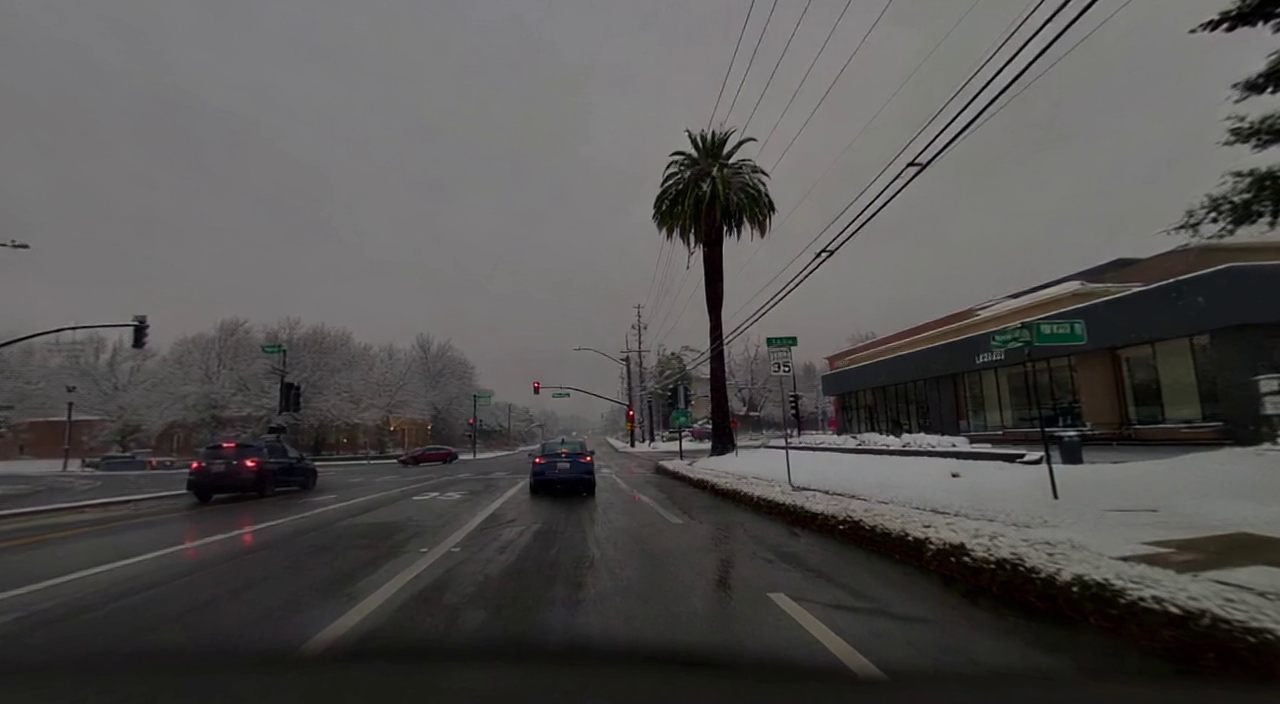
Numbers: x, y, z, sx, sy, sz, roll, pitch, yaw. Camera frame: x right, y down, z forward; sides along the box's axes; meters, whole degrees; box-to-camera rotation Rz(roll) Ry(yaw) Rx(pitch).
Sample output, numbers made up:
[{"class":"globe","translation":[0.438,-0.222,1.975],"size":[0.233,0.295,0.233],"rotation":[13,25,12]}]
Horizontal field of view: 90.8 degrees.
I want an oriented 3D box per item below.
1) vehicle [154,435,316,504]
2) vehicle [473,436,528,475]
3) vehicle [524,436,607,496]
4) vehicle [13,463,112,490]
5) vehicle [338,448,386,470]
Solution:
[{"class":"vehicle","translation":[-12.146,3.524,19.449],"size":[2.050,1.811,4.752],"rotation":[0,-8,-4]},{"class":"vehicle","translation":[-6.533,4.891,30.039],"size":[2.077,1.715,3.903],"rotation":[1,-9,-6]},{"class":"vehicle","translation":[-2.116,3.189,18.125],"size":[2.063,1.474,4.334],"rotation":[1,-9,-7]},{"class":"vehicle","translation":[-37.377,8.074,40.983],"size":[4.276,1.576,1.917],"rotation":[1,-9,-7]},{"class":"vehicle","translation":[-20.461,7.893,46.708],"size":[1.879,1.496,4.510],"rotation":[0,-9,-5]}]
